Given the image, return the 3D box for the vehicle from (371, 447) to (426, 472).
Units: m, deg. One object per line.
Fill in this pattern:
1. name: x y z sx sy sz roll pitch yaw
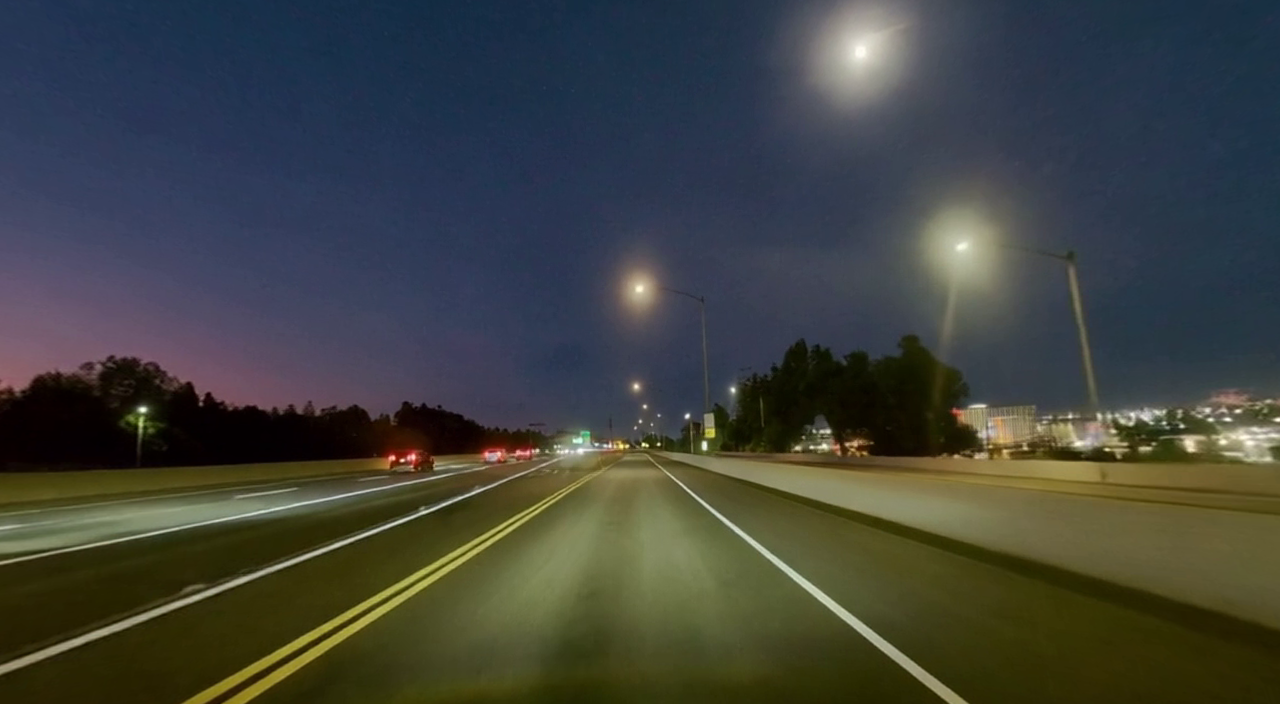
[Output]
1. vehicle: -16.862 7.500 44.396 2.126 1.671 5.173 0 -9 -4
